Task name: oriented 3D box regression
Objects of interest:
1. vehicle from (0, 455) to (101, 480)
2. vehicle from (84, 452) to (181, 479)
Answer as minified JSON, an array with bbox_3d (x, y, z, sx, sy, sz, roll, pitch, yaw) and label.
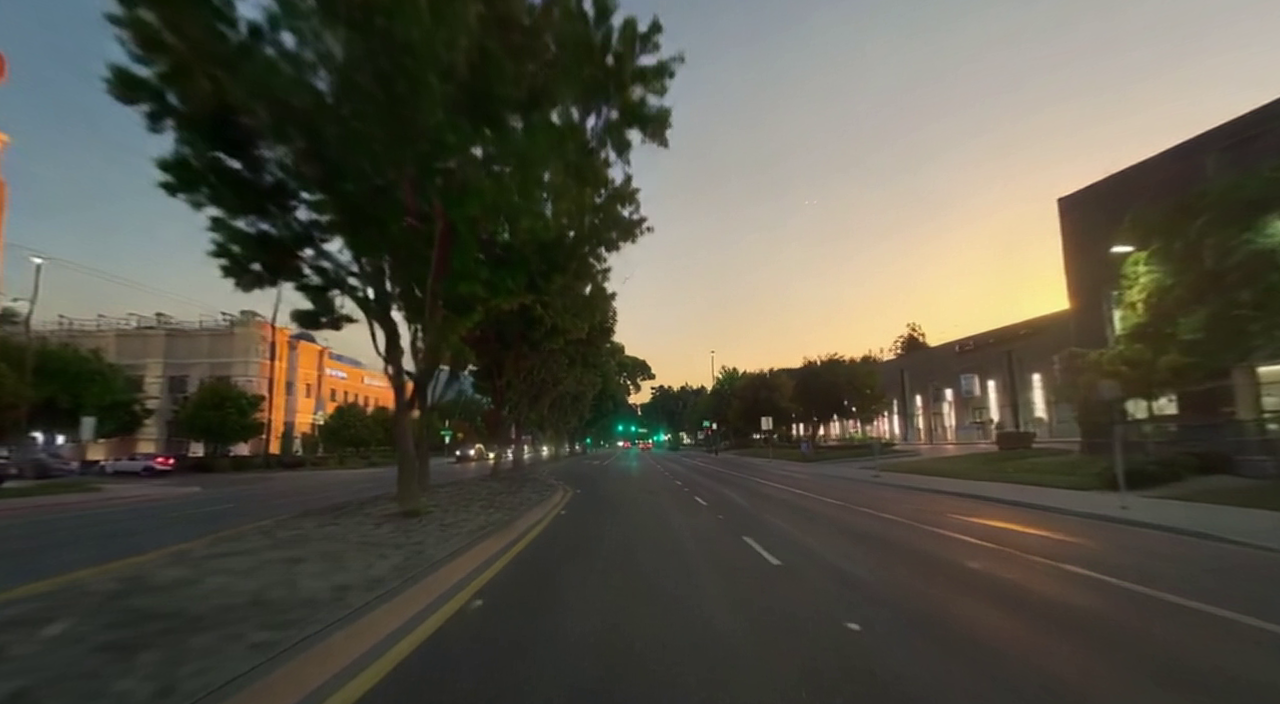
[{"bbox_3d":[-37.413,7.327,40.131,4.639,1.484,1.789,0,-8,0],"label":"vehicle"},{"bbox_3d":[-32.041,7.152,39.951,4.486,1.614,1.950,-1,-8,4],"label":"vehicle"}]
